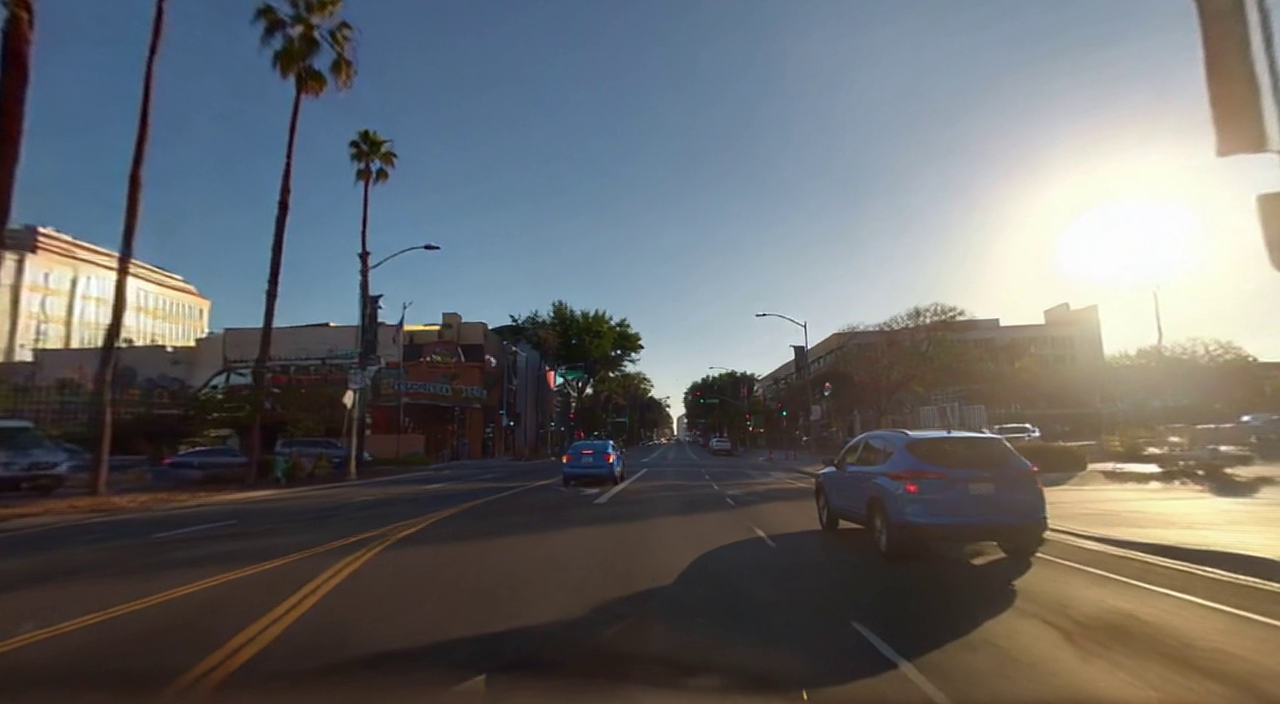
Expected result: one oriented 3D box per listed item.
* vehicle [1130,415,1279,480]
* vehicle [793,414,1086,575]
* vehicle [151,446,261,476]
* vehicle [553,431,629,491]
[{"bbox_3d":[16.567,2.756,18.372,4.380,1.659,1.930,4,-9,-28],"label":"vehicle"},{"bbox_3d":[3.649,1.807,8.815,1.983,1.654,4.354,0,-8,1],"label":"vehicle"},{"bbox_3d":[-23.989,6.006,35.145,1.800,1.462,4.752,-4,-9,23],"label":"vehicle"},{"bbox_3d":[-1.415,3.401,20.109,2.063,1.664,4.471,0,-8,0],"label":"vehicle"}]
